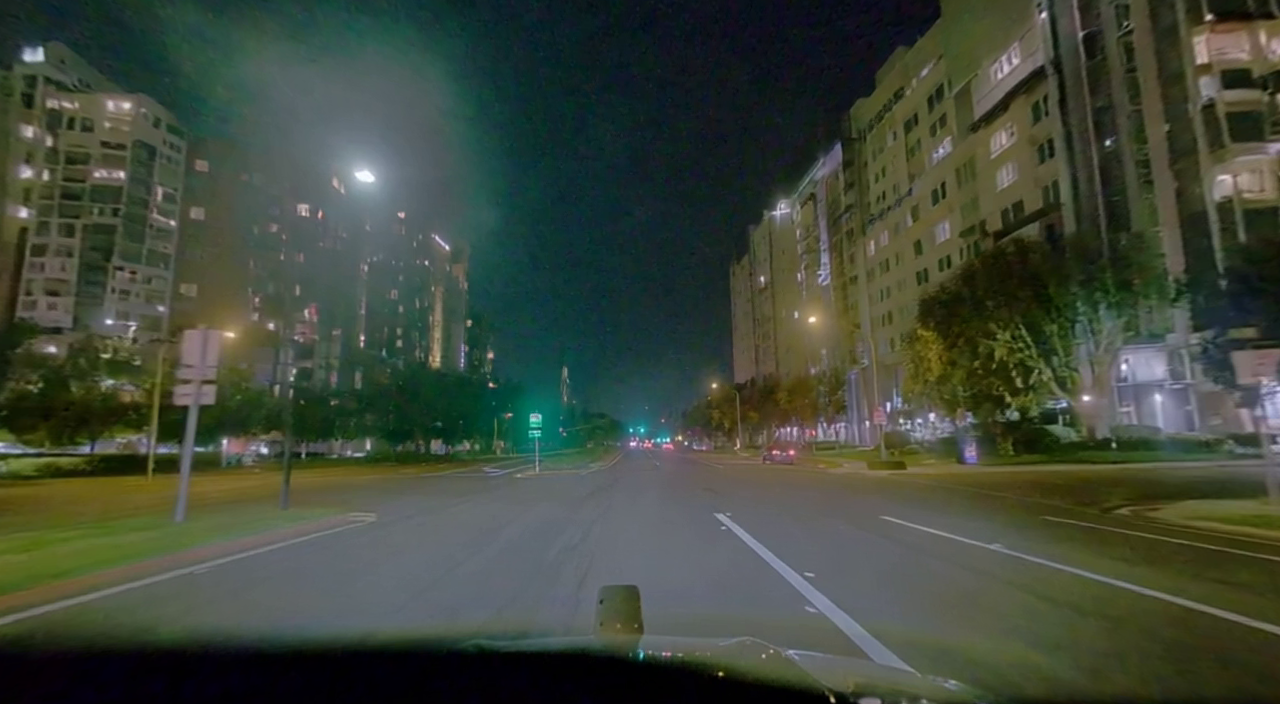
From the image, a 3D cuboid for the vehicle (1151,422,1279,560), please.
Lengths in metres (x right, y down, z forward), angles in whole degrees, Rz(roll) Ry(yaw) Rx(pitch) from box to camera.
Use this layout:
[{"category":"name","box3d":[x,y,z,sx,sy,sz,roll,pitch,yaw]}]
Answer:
[{"category":"vehicle","box3d":[9.345,1.736,7.762,2.059,1.768,4.737,0,-9,-1]}]

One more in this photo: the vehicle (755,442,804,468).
[{"category":"vehicle","box3d":[10.001,7.393,45.581,2.065,1.732,5.036,1,-9,-4]}]
